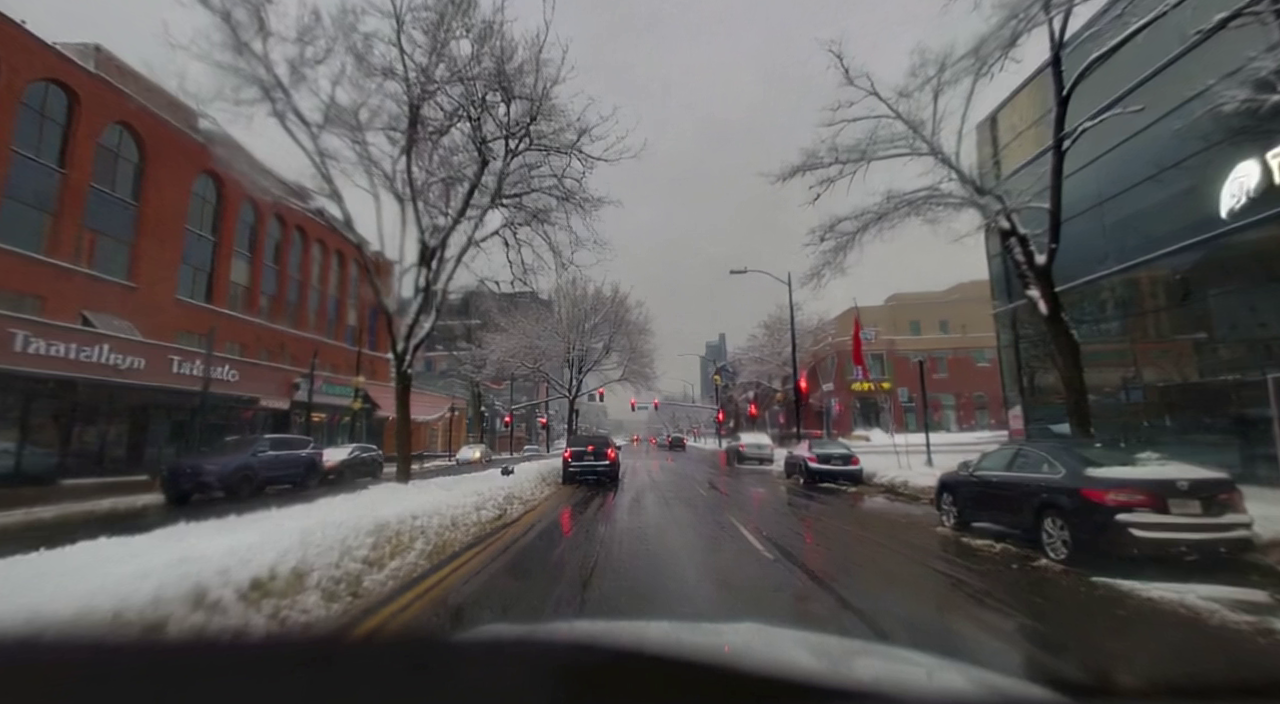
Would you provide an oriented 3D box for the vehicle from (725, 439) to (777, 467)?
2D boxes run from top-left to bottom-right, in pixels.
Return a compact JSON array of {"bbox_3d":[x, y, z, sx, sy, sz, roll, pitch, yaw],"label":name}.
[{"bbox_3d":[6.073,5.560,34.973,1.956,1.446,4.537,0,-8,-1],"label":"vehicle"}]

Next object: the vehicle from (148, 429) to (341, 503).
[{"bbox_3d":[-12.521,3.641,20.711,2.384,2.044,6.030,0,-8,1],"label":"vehicle"}]

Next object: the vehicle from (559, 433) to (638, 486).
[{"bbox_3d":[-1.351,3.275,19.602,2.169,1.427,4.531,1,-8,-6],"label":"vehicle"}]

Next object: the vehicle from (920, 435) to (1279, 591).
[{"bbox_3d":[5.847,1.943,8.581,1.961,1.533,4.473,0,-8,0],"label":"vehicle"}]

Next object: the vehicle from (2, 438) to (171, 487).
[{"bbox_3d":[-20.444,4.084,23.607,1.903,1.629,4.525,-1,-8,7],"label":"vehicle"}]

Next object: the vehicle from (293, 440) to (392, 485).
[{"bbox_3d":[-12.452,4.638,26.745,2.000,1.708,4.494,0,-8,0],"label":"vehicle"}]

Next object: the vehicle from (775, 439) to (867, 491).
[{"bbox_3d":[5.872,3.683,20.924,1.986,1.555,3.879,0,-8,2],"label":"vehicle"}]
